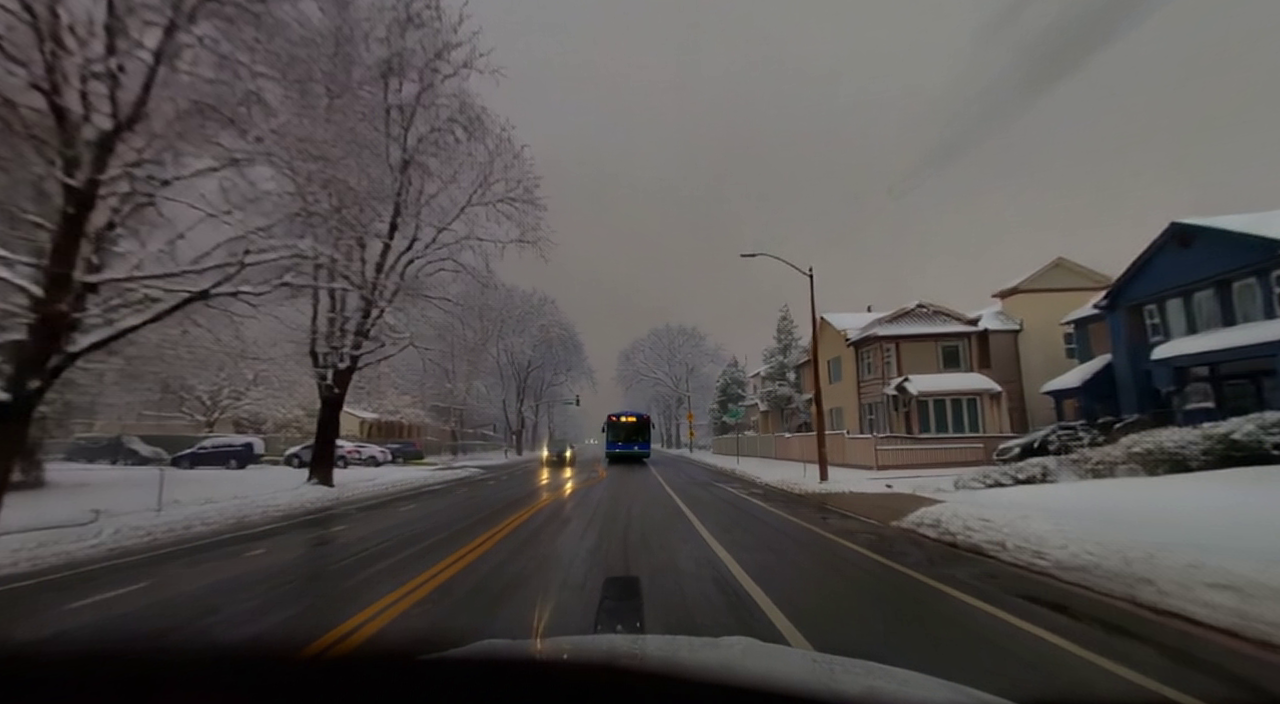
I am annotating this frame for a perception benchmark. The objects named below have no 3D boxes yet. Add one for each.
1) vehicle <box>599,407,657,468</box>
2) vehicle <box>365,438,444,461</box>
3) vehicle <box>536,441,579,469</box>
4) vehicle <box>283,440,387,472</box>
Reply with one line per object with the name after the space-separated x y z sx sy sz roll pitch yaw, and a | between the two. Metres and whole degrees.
-0.590 5.634 41.461 3.031 3.200 13.052 3 -8 1 | vehicle
-16.648 6.914 44.813 4.778 1.565 1.919 0 -8 -1 | vehicle
-4.648 5.877 36.228 1.925 1.489 4.235 0 -8 -1 | vehicle
-15.878 5.419 33.080 4.481 1.591 1.807 0 -9 -2 | vehicle
